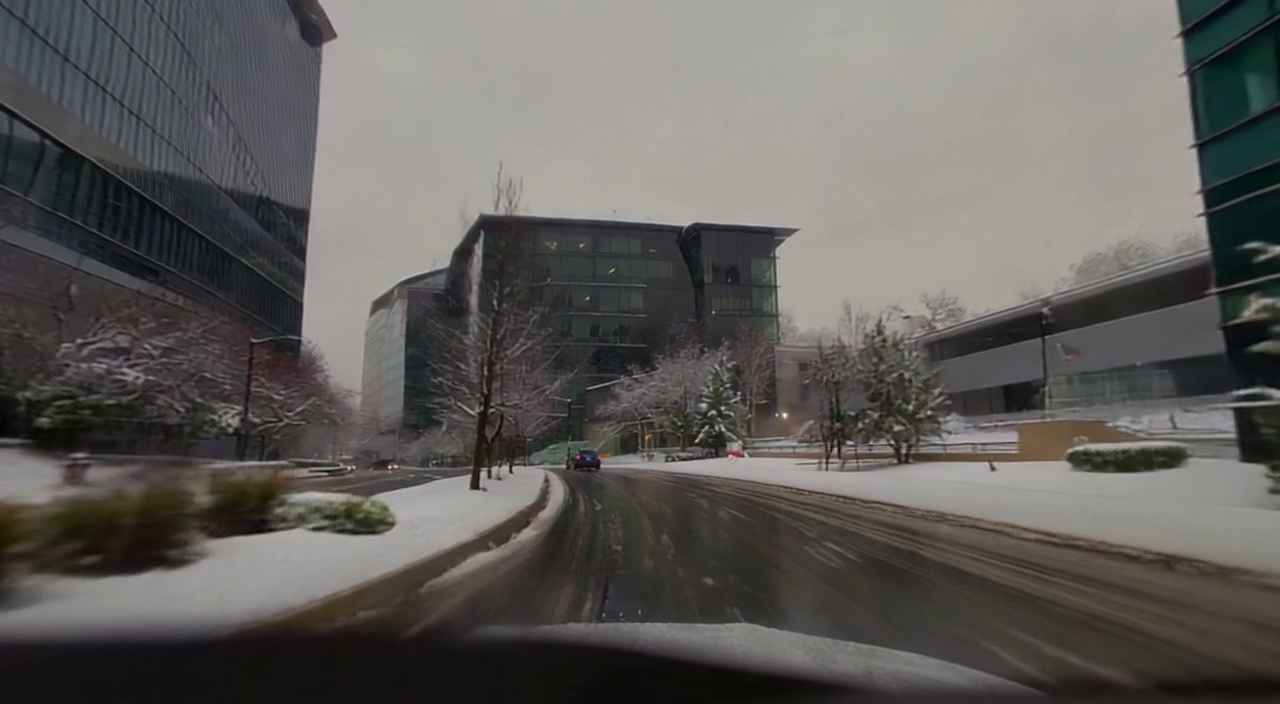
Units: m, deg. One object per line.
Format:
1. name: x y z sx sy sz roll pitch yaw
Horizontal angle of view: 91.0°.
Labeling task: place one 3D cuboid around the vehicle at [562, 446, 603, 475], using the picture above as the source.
1. vehicle: -3.890 7.229 42.118 2.129 1.816 4.851 2 -9 -12
